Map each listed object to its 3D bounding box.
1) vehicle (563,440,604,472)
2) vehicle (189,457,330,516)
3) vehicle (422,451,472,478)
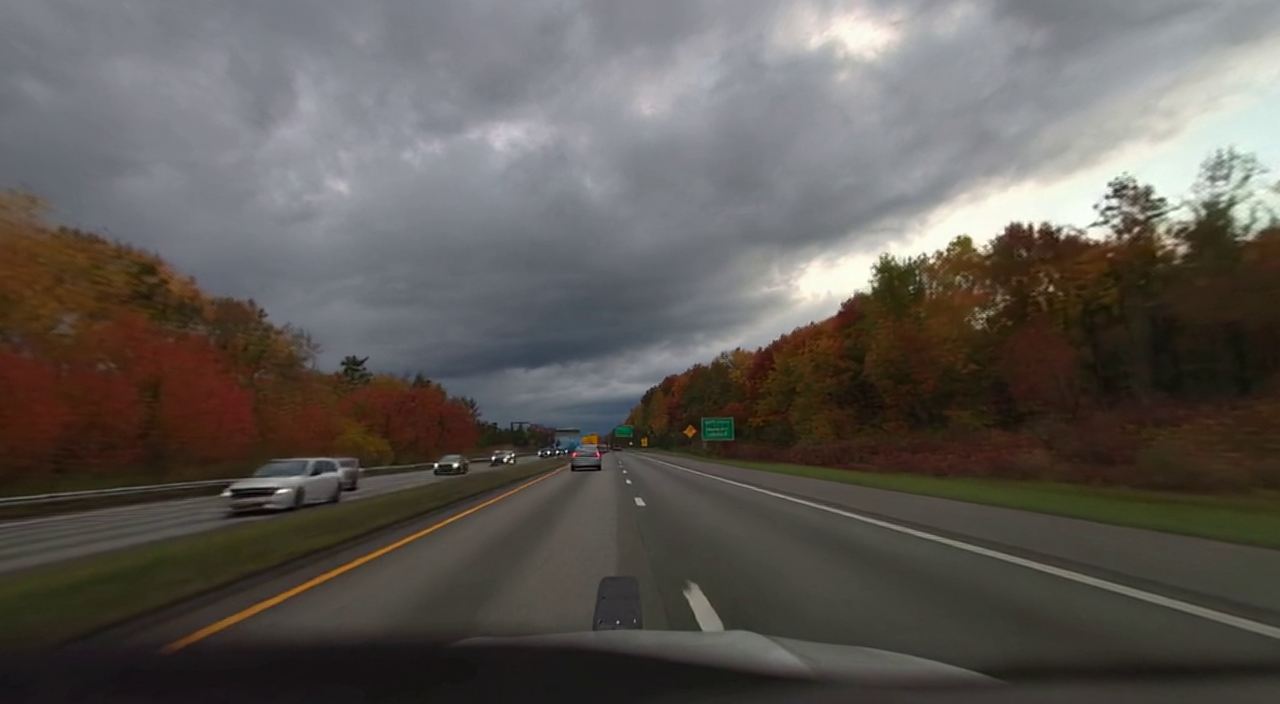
[{"bbox_3d":[-3.183,5.977,36.068,2.168,1.705,4.272,0,-9,-3],"label":"vehicle"},{"bbox_3d":[-11.309,3.975,18.992,1.923,1.513,3.904,0,-9,-3],"label":"vehicle"},{"bbox_3d":[-11.808,6.895,38.661,1.911,1.550,4.269,0,-9,-3],"label":"vehicle"}]
